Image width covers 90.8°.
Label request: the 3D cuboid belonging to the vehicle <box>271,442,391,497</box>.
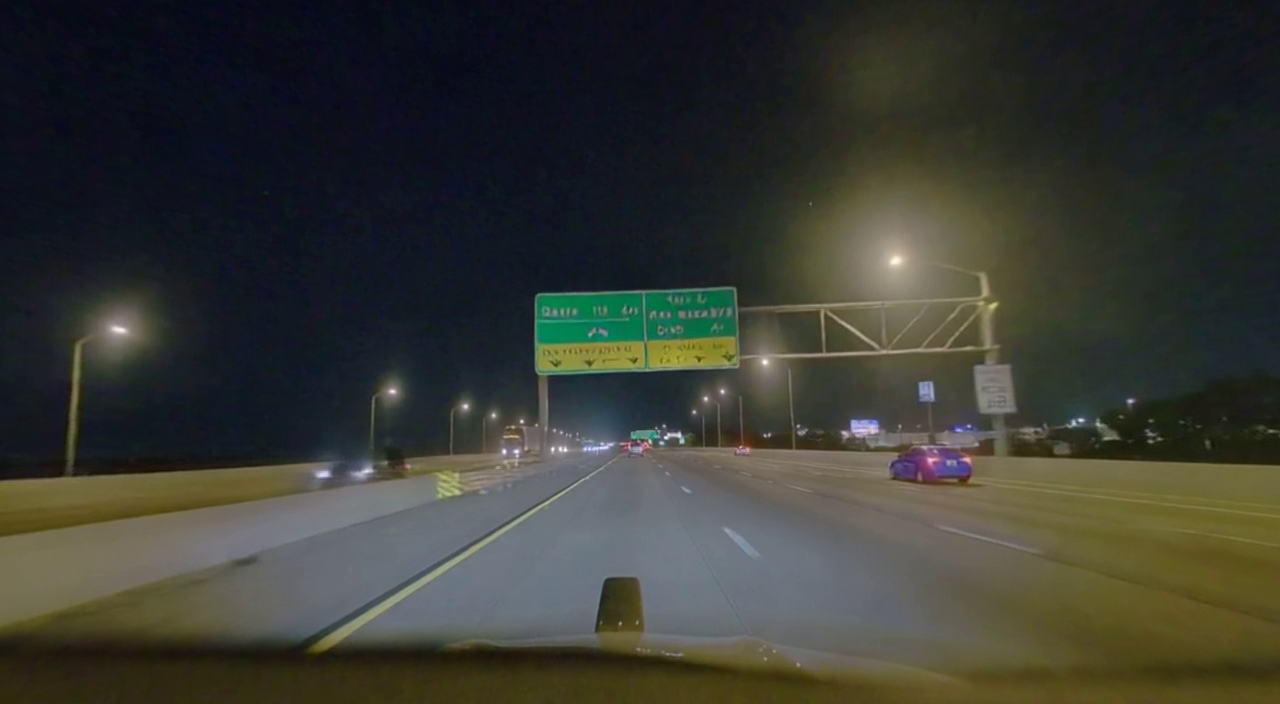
[{"bbox_3d":[-10.479,3.963,21.808,2.153,1.664,3.881,0,-8,0],"label":"vehicle"}]

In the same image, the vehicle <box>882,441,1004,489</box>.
[{"bbox_3d":[10.671,3.964,22.734,2.024,1.481,4.747,0,-8,0],"label":"vehicle"}]
